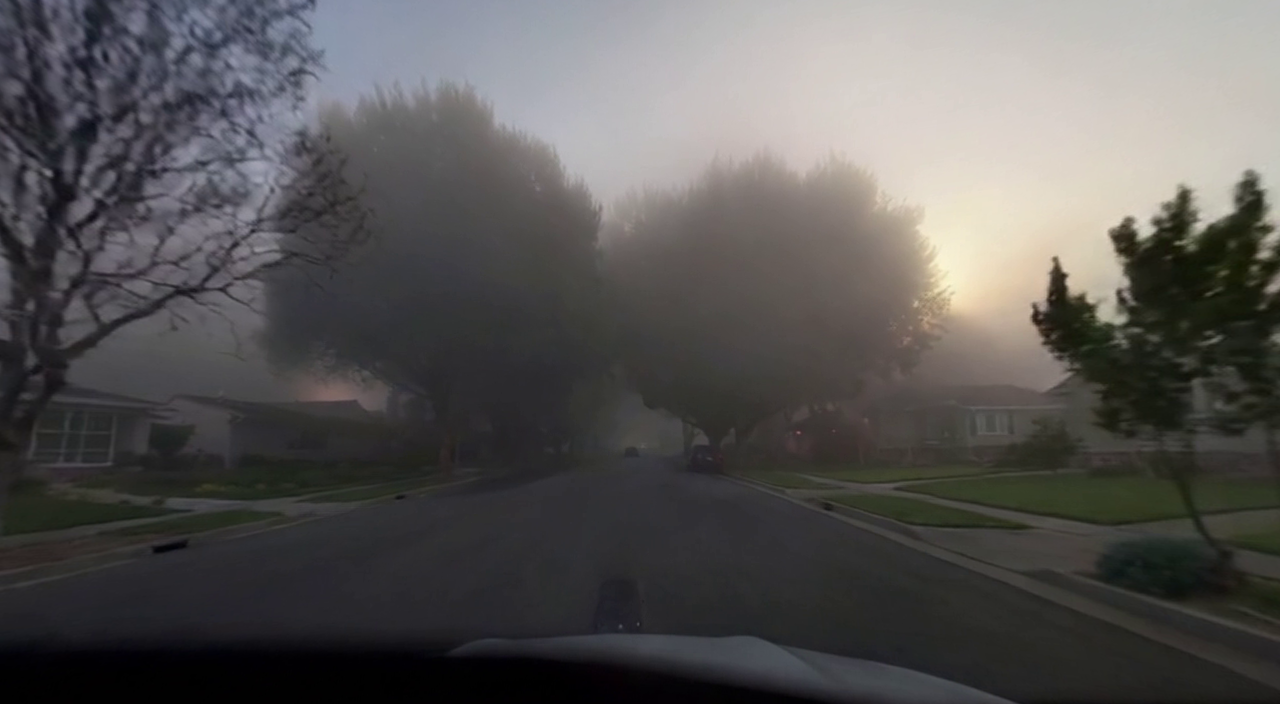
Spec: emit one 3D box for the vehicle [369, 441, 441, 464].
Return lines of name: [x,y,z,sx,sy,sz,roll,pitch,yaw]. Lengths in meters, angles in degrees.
vehicle: [-17.435,7.470,47.070,4.607,1.573,2.058,1,-8,-5]

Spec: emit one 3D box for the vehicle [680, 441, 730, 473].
vehicle: [3.538,5.824,35.290,2.136,1.596,4.790,0,-8,-1]
